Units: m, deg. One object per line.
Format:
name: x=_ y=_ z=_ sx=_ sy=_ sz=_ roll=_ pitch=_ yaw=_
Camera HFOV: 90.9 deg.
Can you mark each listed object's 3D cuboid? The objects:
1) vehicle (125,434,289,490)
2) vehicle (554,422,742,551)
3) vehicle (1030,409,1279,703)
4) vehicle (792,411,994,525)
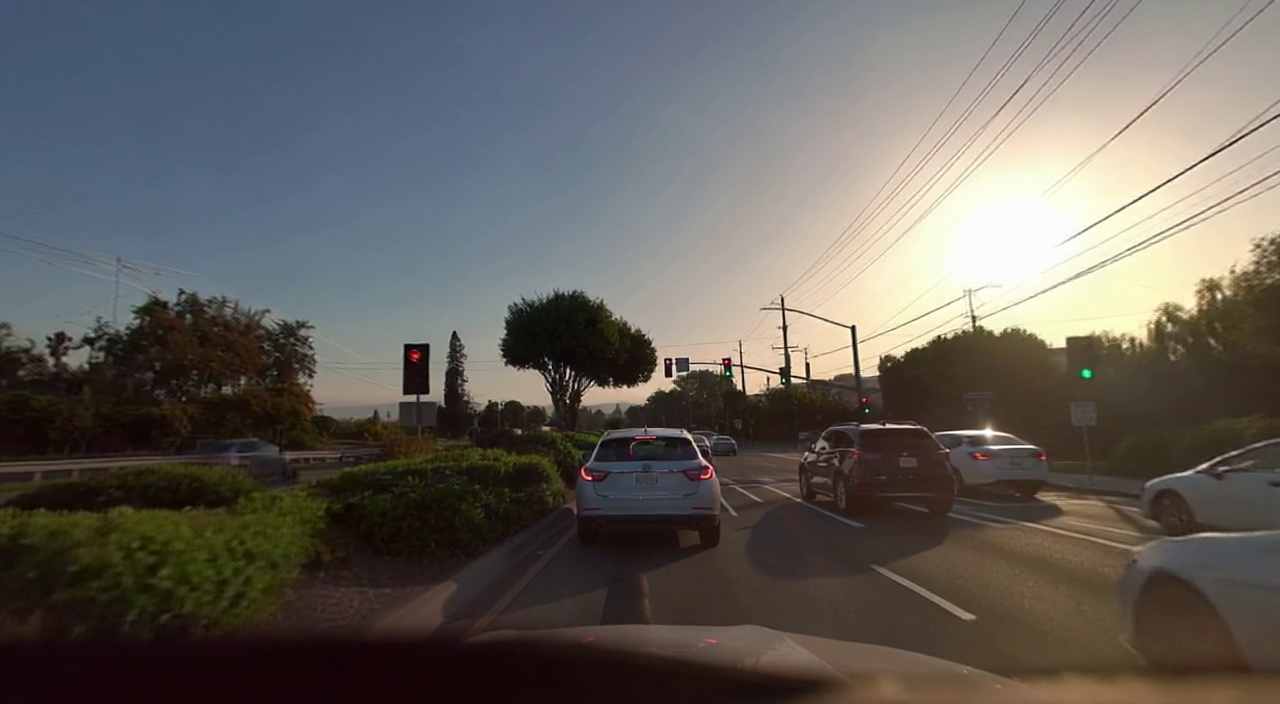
vehicle: x=-17.128 y=4.374 z=25.456 sx=2.262 sy=1.967 sz=5.814 roll=-1 pitch=-8 yaw=3
vehicle: x=0.113 y=1.921 z=9.693 sx=2.208 sy=1.498 sz=4.401 roll=0 pitch=-8 yaw=1
vehicle: x=3.517 y=0.849 z=1.754 sx=2.028 sy=1.454 sz=4.531 roll=0 pitch=-8 yaw=1
vehicle: x=4.476 y=2.135 z=12.056 sx=2.140 sy=1.753 sz=4.256 roll=0 pitch=-8 yaw=1
